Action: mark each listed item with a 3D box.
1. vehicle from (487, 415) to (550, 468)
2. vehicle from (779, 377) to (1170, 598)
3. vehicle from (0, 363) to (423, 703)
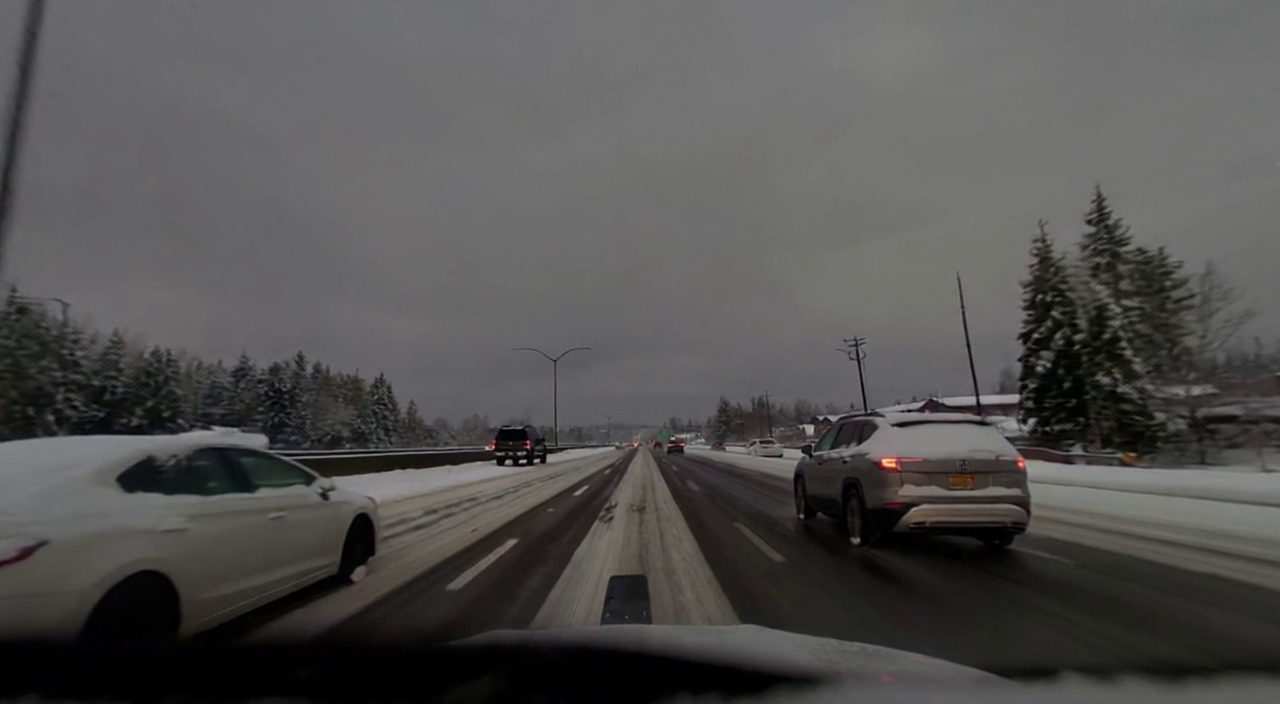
[{"bbox_3d":[-6.979,5.296,37.176,2.362,2.778,6.630,0,-8,0],"label":"vehicle"},{"bbox_3d":[3.363,1.494,7.812,2.148,1.852,4.835,0,-8,0],"label":"vehicle"},{"bbox_3d":[-3.292,1.080,4.018,2.080,1.542,4.718,0,-8,1],"label":"vehicle"}]
